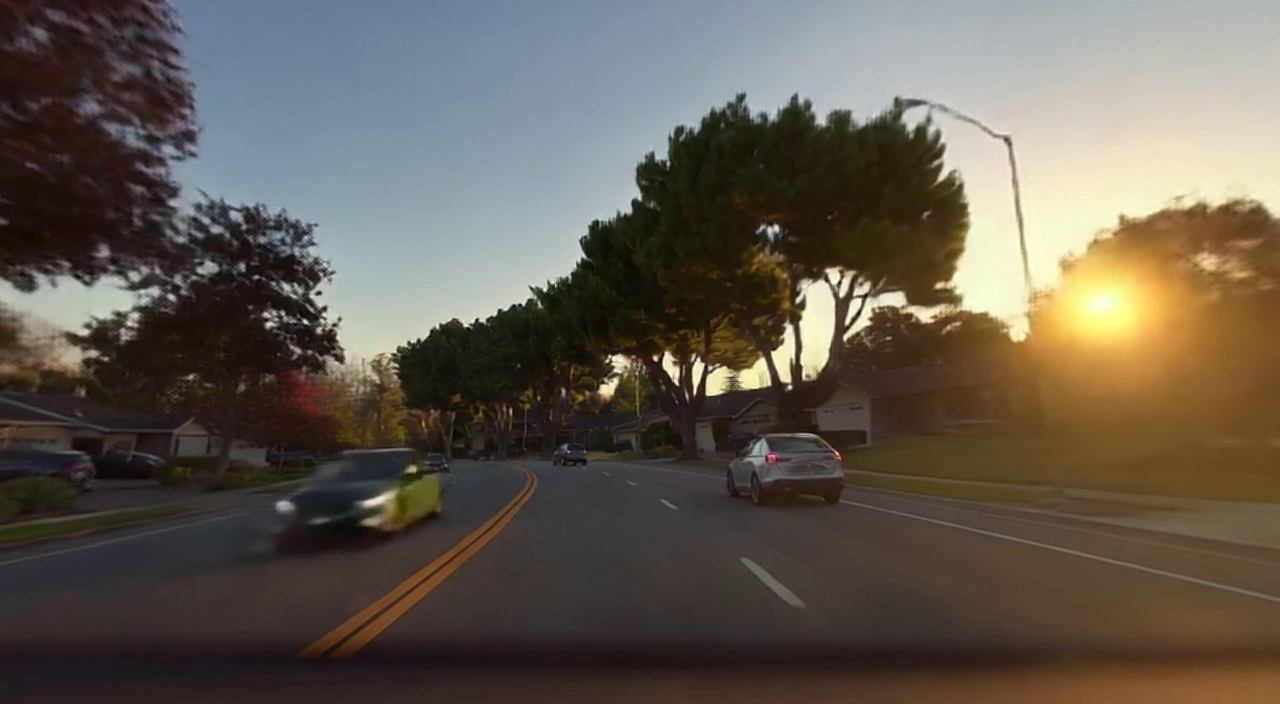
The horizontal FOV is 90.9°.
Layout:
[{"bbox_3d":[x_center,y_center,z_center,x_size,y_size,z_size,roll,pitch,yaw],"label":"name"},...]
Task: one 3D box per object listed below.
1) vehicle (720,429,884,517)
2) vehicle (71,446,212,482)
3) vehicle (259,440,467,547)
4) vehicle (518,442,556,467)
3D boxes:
[{"bbox_3d":[3.126,2.423,13.219,1.934,1.506,4.282,1,-8,-6],"label":"vehicle"},{"bbox_3d":[-22.246,5.000,28.254,4.670,1.533,1.904,0,-8,0],"label":"vehicle"},{"bbox_3d":[-4.498,2.318,11.098,1.985,1.470,4.305,0,-8,-4],"label":"vehicle"},{"bbox_3d":[-7.587,7.472,46.091,2.106,1.667,4.367,2,-9,-18],"label":"vehicle"}]
